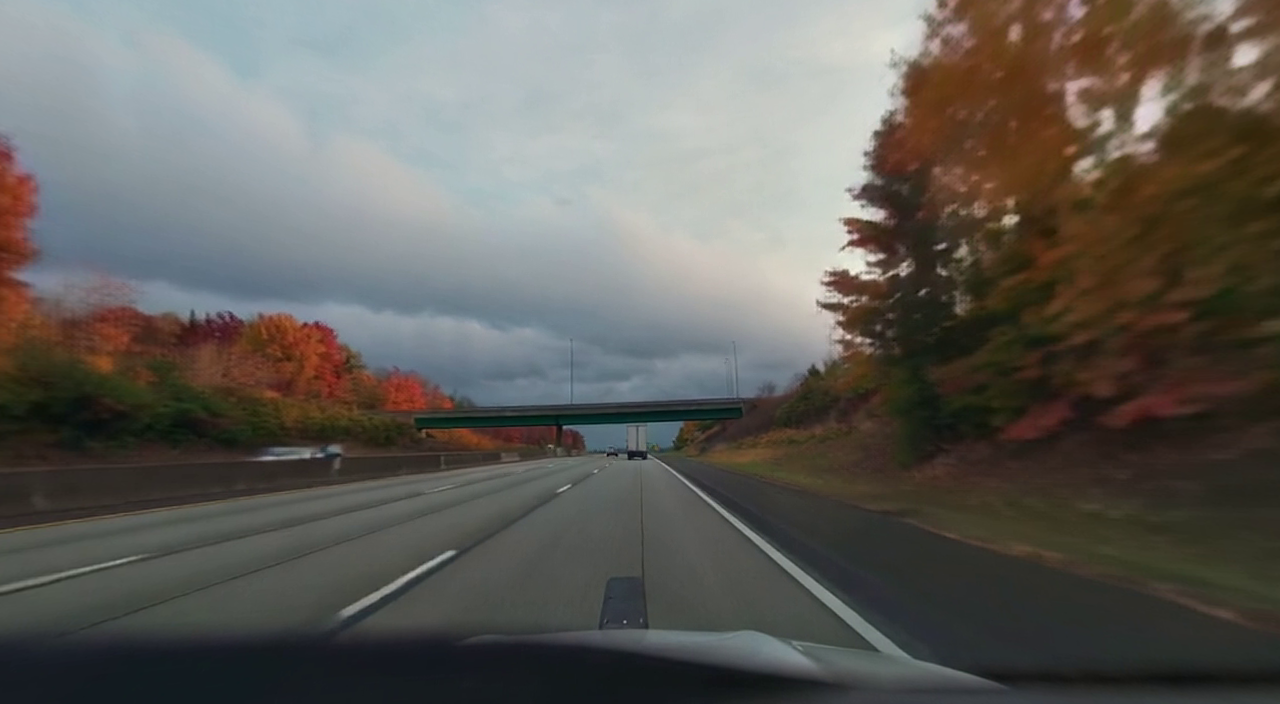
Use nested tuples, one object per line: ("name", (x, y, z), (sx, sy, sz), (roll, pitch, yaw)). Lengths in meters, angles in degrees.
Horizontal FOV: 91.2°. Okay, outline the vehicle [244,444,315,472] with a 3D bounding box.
("vehicle", (-21.733, 6.374, 38.020), (1.796, 1.516, 4.315), (0, -8, -1))
